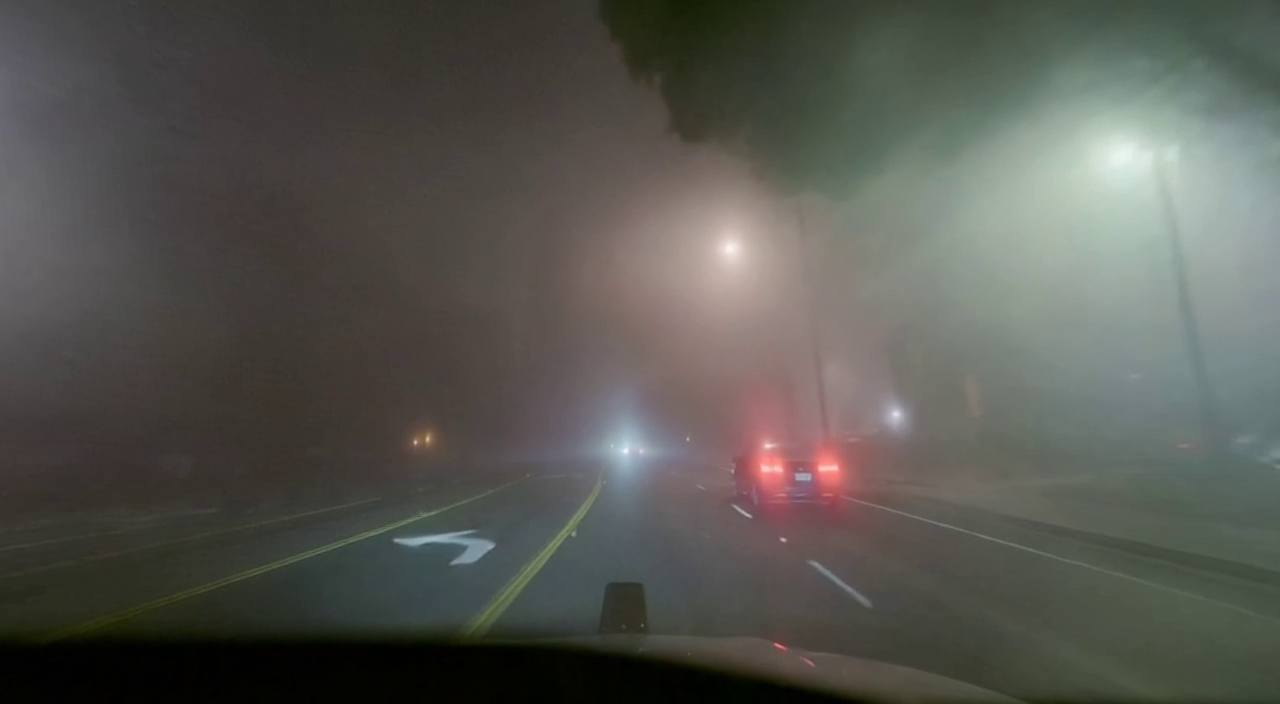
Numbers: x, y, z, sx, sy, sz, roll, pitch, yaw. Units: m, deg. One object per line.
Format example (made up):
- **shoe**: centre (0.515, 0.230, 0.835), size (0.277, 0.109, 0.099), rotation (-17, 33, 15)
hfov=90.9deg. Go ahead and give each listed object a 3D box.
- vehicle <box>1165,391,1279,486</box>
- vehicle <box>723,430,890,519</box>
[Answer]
- **vehicle**: centre (14.355, 1.806, 13.180), size (4.788, 1.815, 2.114), rotation (0, -8, 0)
- **vehicle**: centre (3.093, 2.384, 12.823), size (2.134, 1.476, 4.327), rotation (0, -8, -1)
